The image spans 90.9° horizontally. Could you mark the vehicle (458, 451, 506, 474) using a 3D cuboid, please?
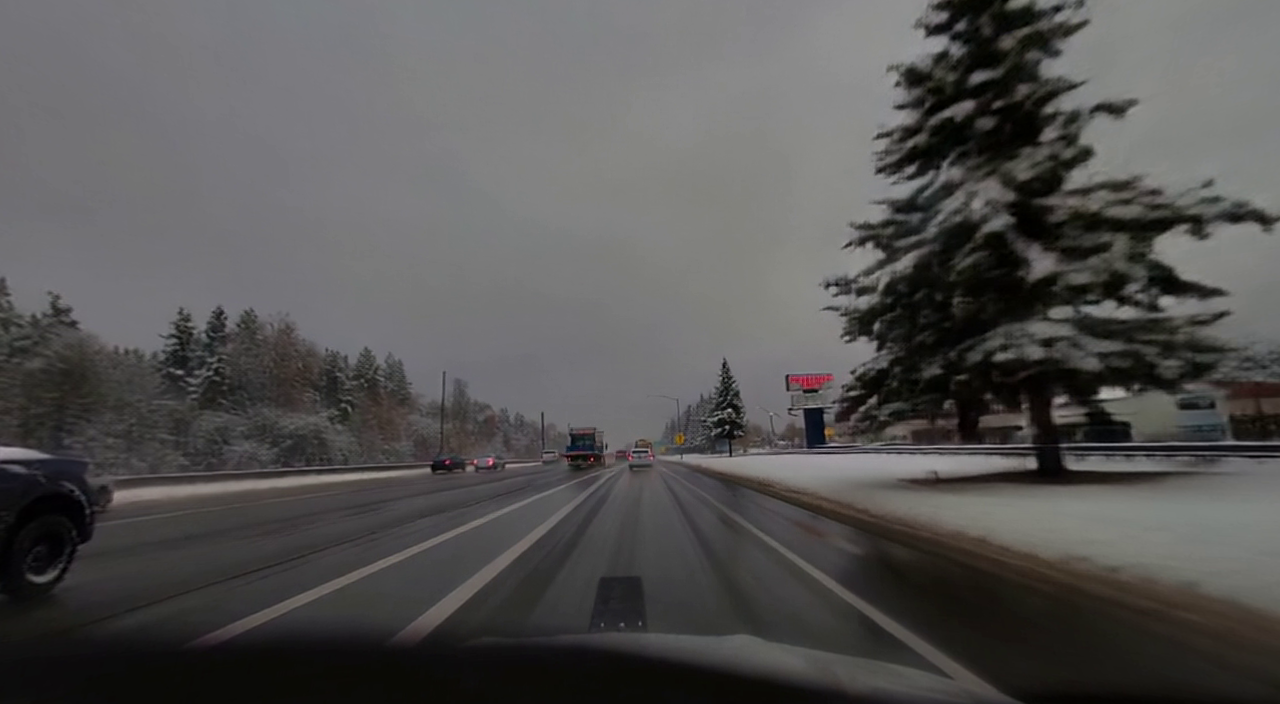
[{"bbox_3d":[-11.004,7.750,44.349,1.928,1.480,4.823,0,-8,2],"label":"vehicle"}]

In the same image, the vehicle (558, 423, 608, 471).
[{"bbox_3d":[-4.285,7.426,49.471,2.796,3.426,8.553,0,-8,2],"label":"vehicle"}]

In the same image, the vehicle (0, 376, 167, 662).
[{"bbox_3d":[-5.187,0.910,2.997,2.200,1.793,4.586,0,-8,2],"label":"vehicle"}]

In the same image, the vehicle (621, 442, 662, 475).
[{"bbox_3d":[0.111,6.282,37.432,2.227,1.794,4.646,0,-8,1],"label":"vehicle"}]
